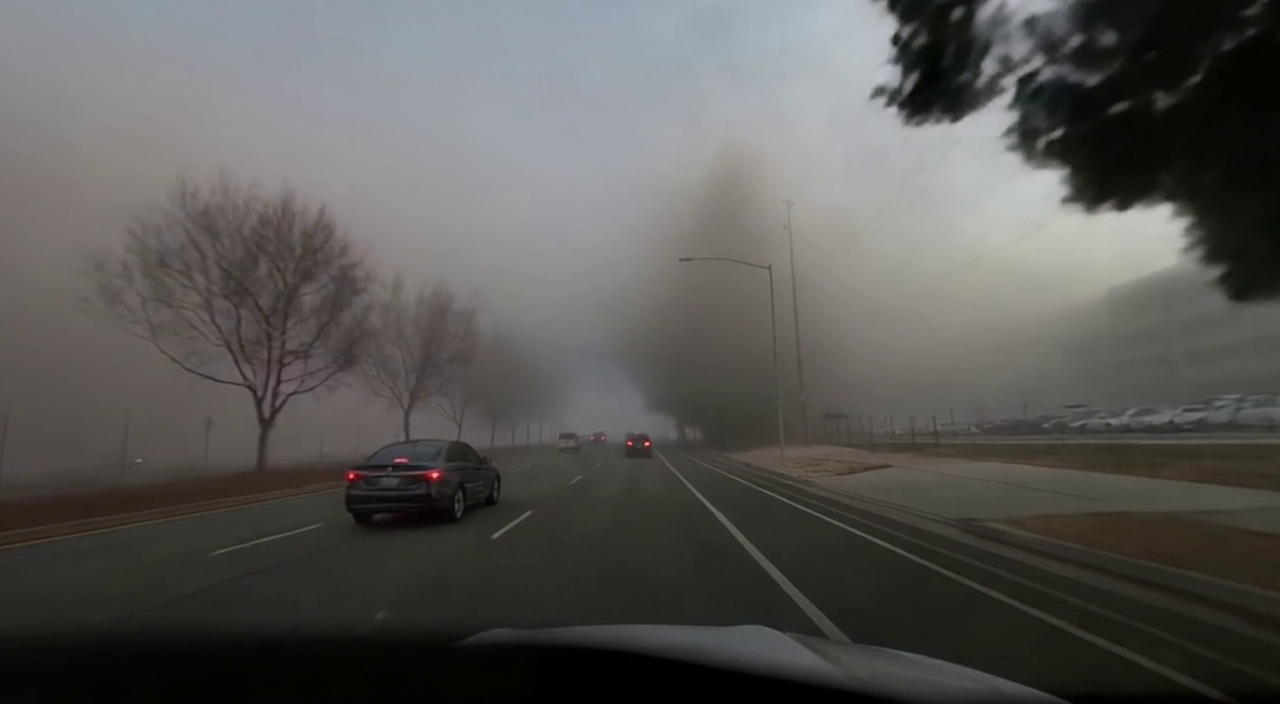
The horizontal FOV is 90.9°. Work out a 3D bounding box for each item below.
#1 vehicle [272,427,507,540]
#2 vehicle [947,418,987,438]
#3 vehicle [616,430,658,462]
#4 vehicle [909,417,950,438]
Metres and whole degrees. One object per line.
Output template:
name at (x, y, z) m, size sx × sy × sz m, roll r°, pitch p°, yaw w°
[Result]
vehicle at (-3.832, 2.088, 10.822) m, size 1.942 × 1.462 × 4.905 m, roll -1°, pitch -8°, yaw 1°
vehicle at (24.326, 5.690, 46.999) m, size 1.741 × 1.416 × 3.831 m, roll -3°, pitch -8°, yaw 14°
vehicle at (-0.161, 5.235, 35.352) m, size 2.199 × 1.652 × 4.101 m, roll 0°, pitch -8°, yaw 0°
vehicle at (21.840, 5.763, 47.741) m, size 1.833 × 1.471 × 4.656 m, roll -2°, pitch -8°, yaw 13°
